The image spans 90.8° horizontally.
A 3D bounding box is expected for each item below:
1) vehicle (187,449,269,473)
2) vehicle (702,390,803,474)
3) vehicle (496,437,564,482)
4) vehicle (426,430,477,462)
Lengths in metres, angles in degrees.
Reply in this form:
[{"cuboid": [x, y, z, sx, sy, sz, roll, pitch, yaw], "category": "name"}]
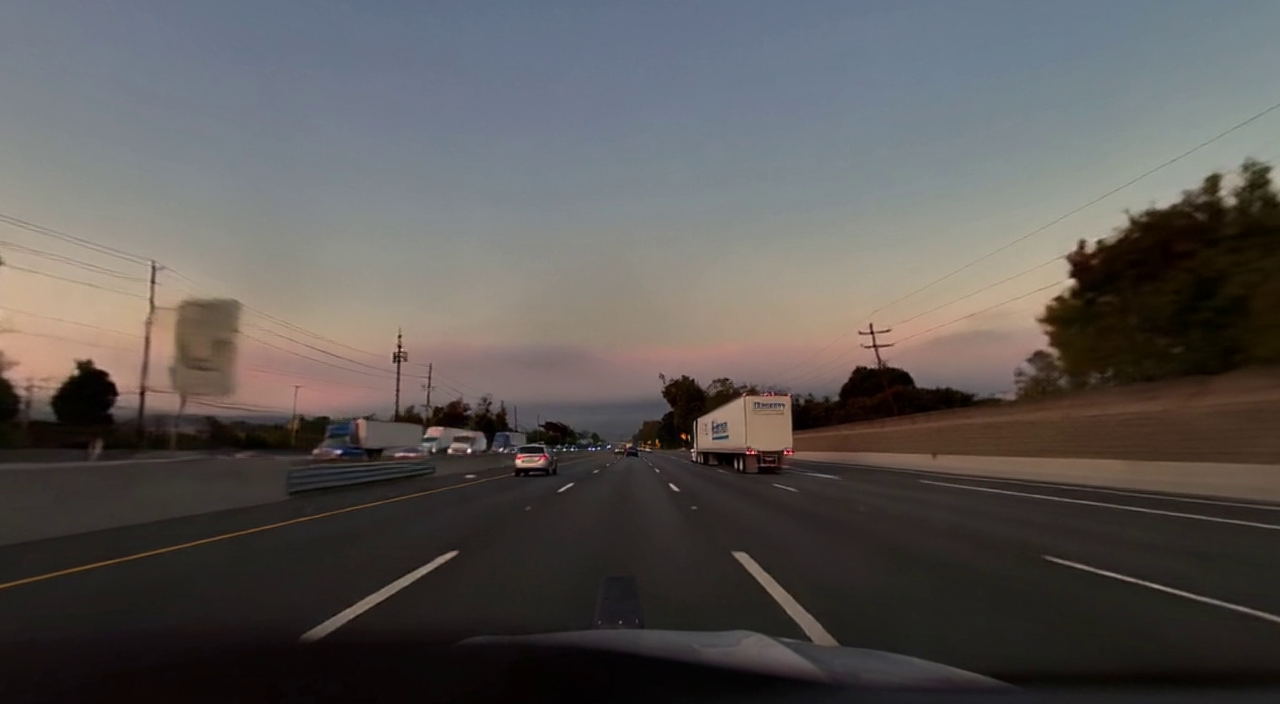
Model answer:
[{"cuboid": [-28.800, 7.578, 44.415, 2.120, 1.551, 5.658, 0, -9, -2], "category": "vehicle"}, {"cuboid": [6.375, 5.167, 39.382, 2.919, 4.195, 15.833, 0, -9, -2], "category": "vehicle"}, {"cuboid": [-4.335, 4.338, 25.639, 2.027, 1.651, 4.099, 0, -9, 0], "category": "vehicle"}, {"cuboid": [-13.780, 6.943, 46.583, 2.215, 2.225, 4.941, 0, -9, 0], "category": "vehicle"}]
